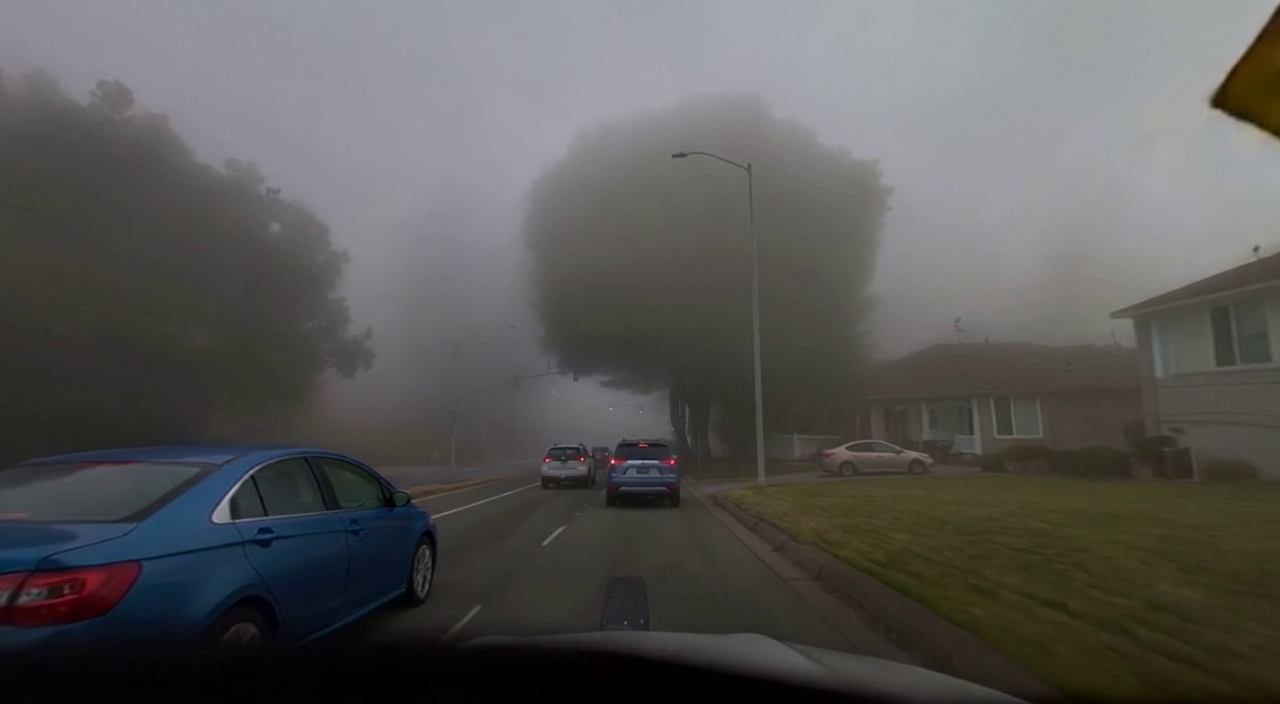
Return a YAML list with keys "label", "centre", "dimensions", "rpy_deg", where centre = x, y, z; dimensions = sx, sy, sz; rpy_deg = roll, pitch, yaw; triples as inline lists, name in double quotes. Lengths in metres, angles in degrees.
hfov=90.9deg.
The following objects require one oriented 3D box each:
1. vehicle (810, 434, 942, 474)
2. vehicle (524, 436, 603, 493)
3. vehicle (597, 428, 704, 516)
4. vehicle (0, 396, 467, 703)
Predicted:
- label: "vehicle"
  centre: [9.313, 4.057, 25.143]
  dimensions: [4.456, 1.504, 1.914]
  rpy_deg: [0, -9, 1]
- label: "vehicle"
  centre: [-2.449, 3.746, 21.313]
  dimensions: [2.000, 1.737, 4.133]
  rpy_deg: [0, -9, 2]
- label: "vehicle"
  centre: [0.215, 2.692, 14.537]
  dimensions: [2.120, 1.718, 3.909]
  rpy_deg: [0, -9, 0]
- label: "vehicle"
  centre: [-2.837, 1.211, 4.074]
  dimensions: [1.968, 1.472, 4.685]
  rpy_deg: [0, -9, 2]
